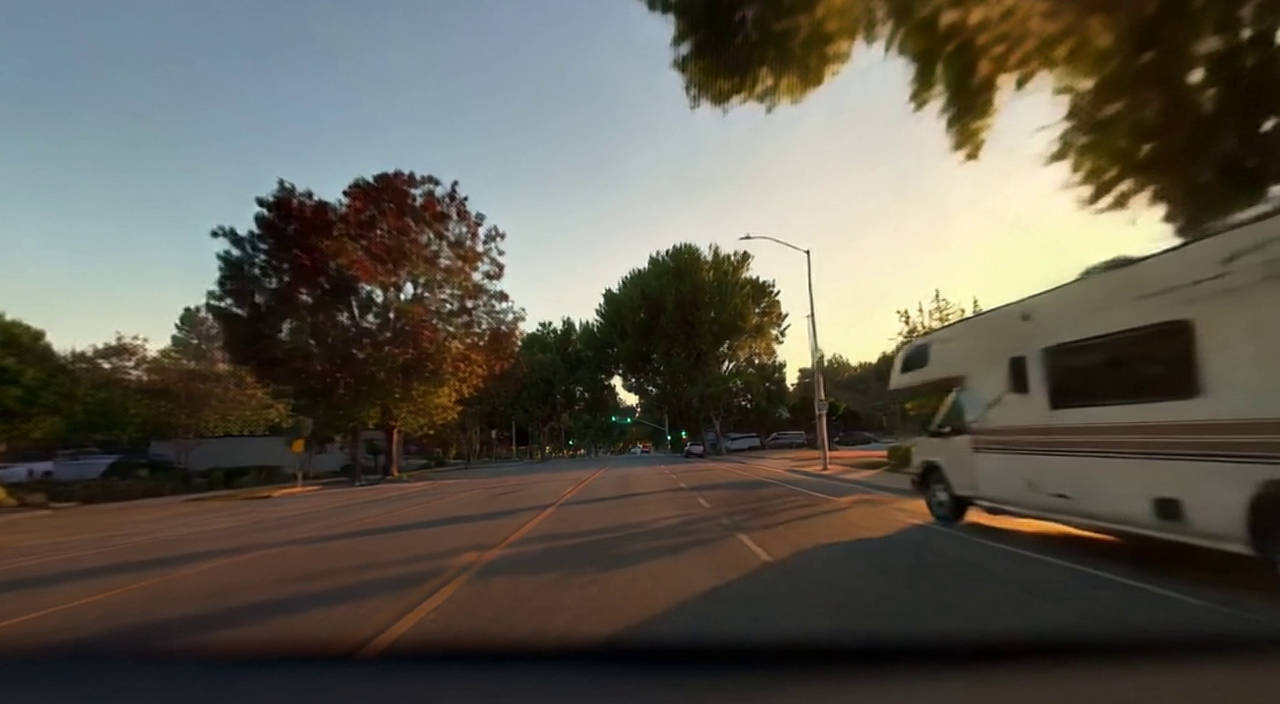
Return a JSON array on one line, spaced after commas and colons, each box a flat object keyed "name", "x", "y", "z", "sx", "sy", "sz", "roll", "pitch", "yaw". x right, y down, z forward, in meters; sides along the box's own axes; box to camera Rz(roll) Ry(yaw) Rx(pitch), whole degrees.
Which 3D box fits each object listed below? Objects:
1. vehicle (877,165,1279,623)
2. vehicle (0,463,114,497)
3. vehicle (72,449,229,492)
[{"name": "vehicle", "x": 6.046, "y": 0.669, "z": 6.993, "sx": 2.944, "sy": 3.252, "sz": 9.712, "roll": 0, "pitch": -9, "yaw": -1}, {"name": "vehicle", "x": -28.102, "y": 6.055, "z": 30.097, "sx": 4.501, "sy": 1.415, "sz": 1.806, "roll": 7, "pitch": -11, "yaw": -37}, {"name": "vehicle", "x": -26.561, "y": 6.379, "z": 34.570, "sx": 6.500, "sy": 1.985, "sz": 2.363, "roll": 6, "pitch": -10, "yaw": -38}]
